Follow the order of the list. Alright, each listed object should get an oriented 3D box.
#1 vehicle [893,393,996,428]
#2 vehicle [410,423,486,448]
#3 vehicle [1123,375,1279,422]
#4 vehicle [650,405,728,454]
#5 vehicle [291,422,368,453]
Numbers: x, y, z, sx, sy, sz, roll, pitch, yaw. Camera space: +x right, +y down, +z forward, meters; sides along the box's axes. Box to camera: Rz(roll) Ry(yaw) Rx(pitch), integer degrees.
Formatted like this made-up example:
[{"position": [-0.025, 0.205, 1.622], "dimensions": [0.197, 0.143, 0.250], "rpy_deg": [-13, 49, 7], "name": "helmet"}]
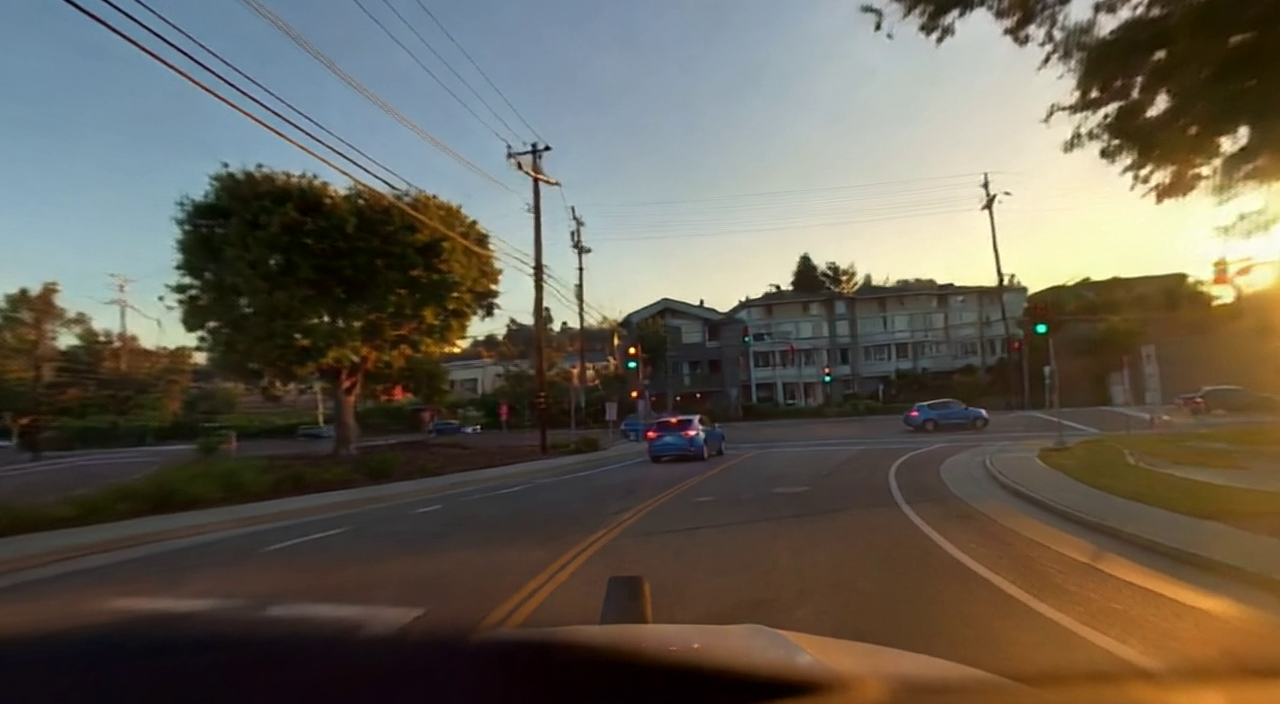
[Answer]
[{"position": [16.002, 3.109, 33.388], "dimensions": [4.636, 1.668, 1.935], "rpy_deg": [-3, -7, 20], "name": "vehicle"}, {"position": [-12.980, 5.648, 42.585], "dimensions": [4.610, 1.476, 2.021], "rpy_deg": [-3, -4, 18], "name": "vehicle"}, {"position": [26.217, 2.233, 29.667], "dimensions": [4.950, 2.022, 2.221], "rpy_deg": [-3, -6, 18], "name": "vehicle"}, {"position": [2.053, 3.144, 24.937], "dimensions": [1.928, 1.726, 4.704], "rpy_deg": [-3, -9, 19], "name": "vehicle"}, {"position": [-22.886, 6.326, 46.479], "dimensions": [4.928, 1.843, 2.055], "rpy_deg": [-5, -2, 17], "name": "vehicle"}]
